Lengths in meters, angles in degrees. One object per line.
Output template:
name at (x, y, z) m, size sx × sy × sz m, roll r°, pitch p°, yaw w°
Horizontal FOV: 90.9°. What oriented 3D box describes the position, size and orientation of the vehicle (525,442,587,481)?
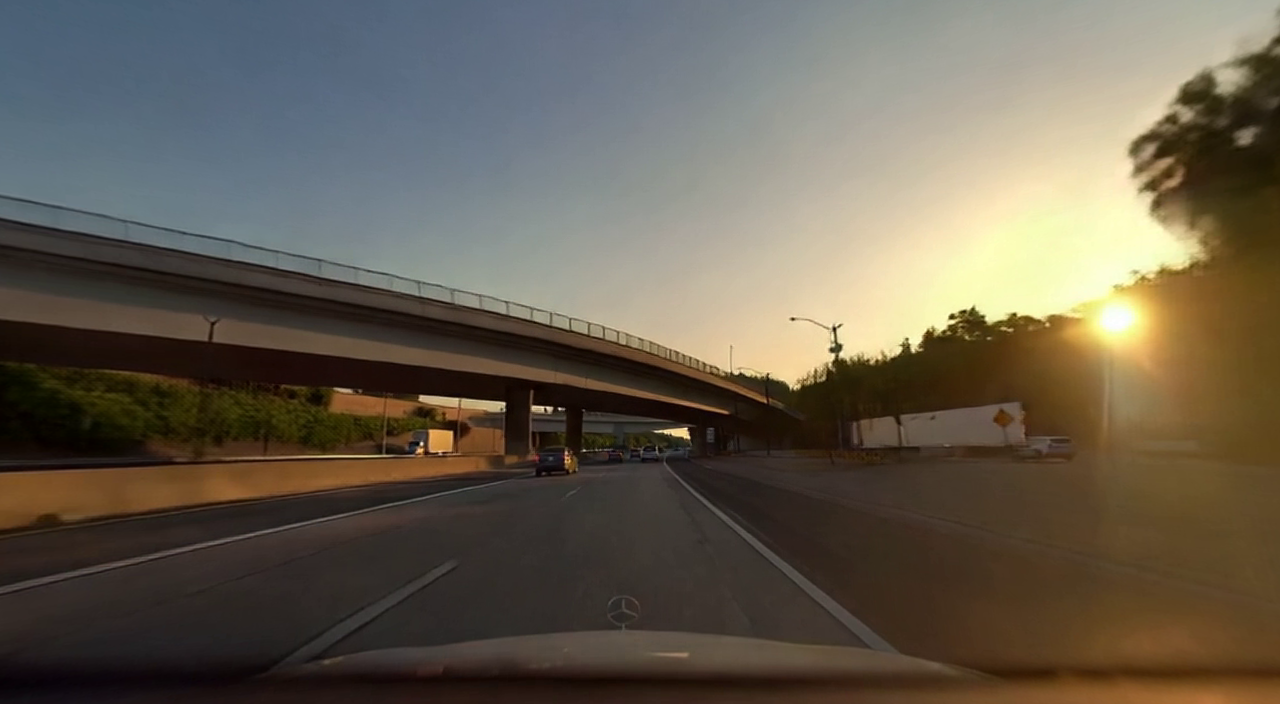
vehicle at (-3.895, 5.183, 29.979) m, size 2.263 × 1.696 × 4.321 m, roll 0°, pitch -9°, yaw 1°
